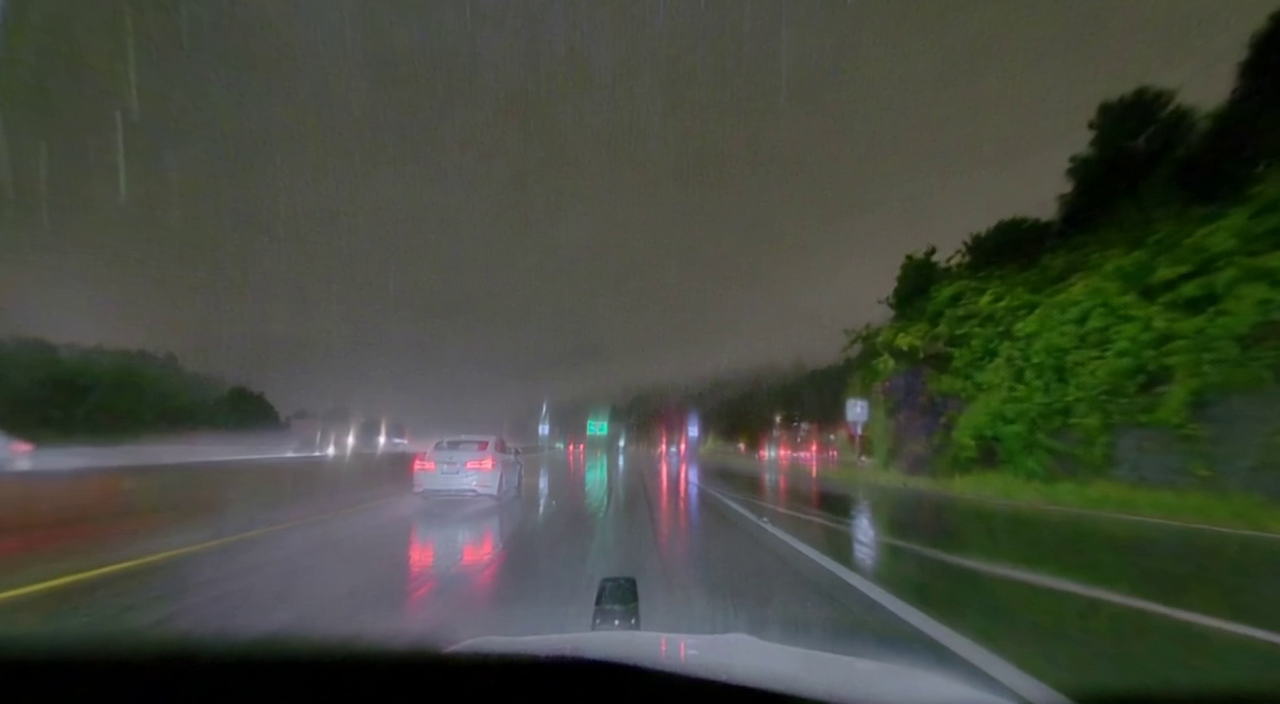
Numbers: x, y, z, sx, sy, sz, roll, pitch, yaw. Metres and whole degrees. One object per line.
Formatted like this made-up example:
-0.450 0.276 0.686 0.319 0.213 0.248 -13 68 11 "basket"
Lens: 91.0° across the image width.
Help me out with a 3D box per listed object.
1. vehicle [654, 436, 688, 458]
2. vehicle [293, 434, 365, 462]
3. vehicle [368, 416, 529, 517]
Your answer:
2.326 7.388 49.039 2.078 1.608 3.982 1 -8 -6 "vehicle"
-18.208 5.645 37.106 2.048 1.538 4.632 0 -8 -2 "vehicle"
-3.747 2.314 13.273 2.080 1.733 4.410 0 -8 -1 "vehicle"
